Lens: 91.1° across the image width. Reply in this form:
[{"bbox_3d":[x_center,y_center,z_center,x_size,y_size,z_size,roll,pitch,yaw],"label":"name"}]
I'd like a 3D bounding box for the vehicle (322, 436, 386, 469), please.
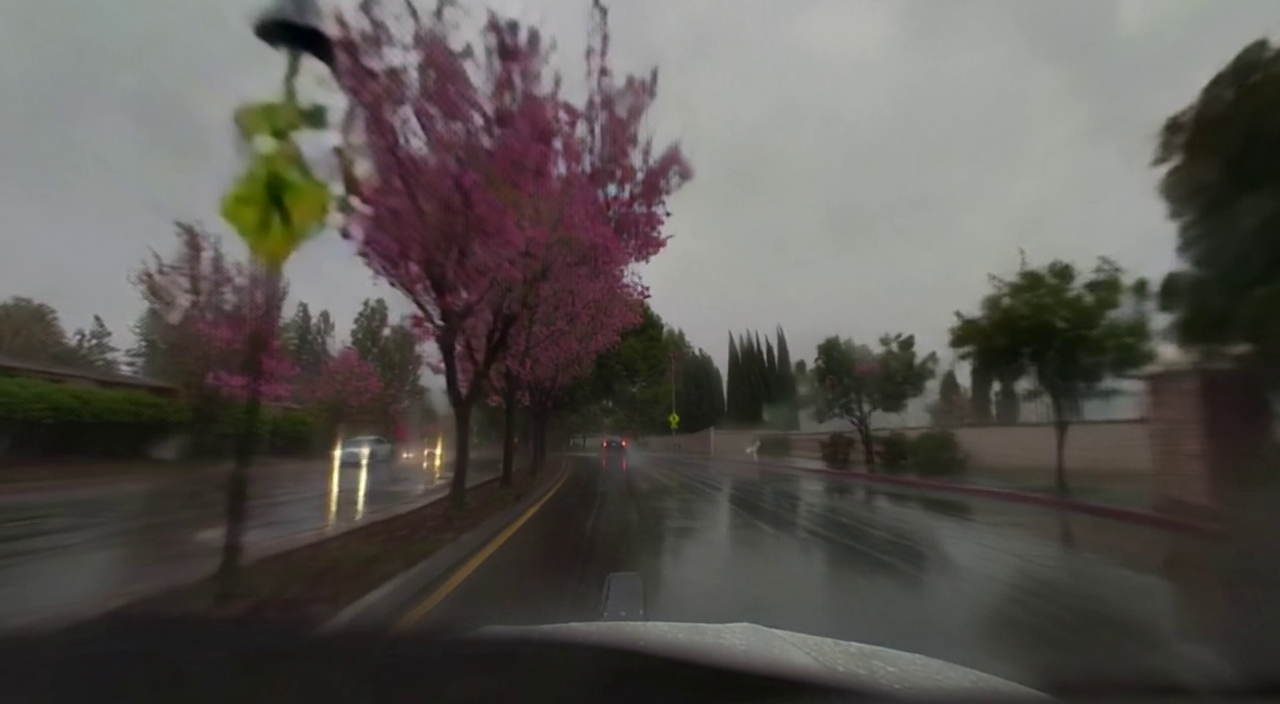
[{"bbox_3d":[-15.897,5.607,35.141,1.985,1.705,4.209,1,-9,-6],"label":"vehicle"}]
